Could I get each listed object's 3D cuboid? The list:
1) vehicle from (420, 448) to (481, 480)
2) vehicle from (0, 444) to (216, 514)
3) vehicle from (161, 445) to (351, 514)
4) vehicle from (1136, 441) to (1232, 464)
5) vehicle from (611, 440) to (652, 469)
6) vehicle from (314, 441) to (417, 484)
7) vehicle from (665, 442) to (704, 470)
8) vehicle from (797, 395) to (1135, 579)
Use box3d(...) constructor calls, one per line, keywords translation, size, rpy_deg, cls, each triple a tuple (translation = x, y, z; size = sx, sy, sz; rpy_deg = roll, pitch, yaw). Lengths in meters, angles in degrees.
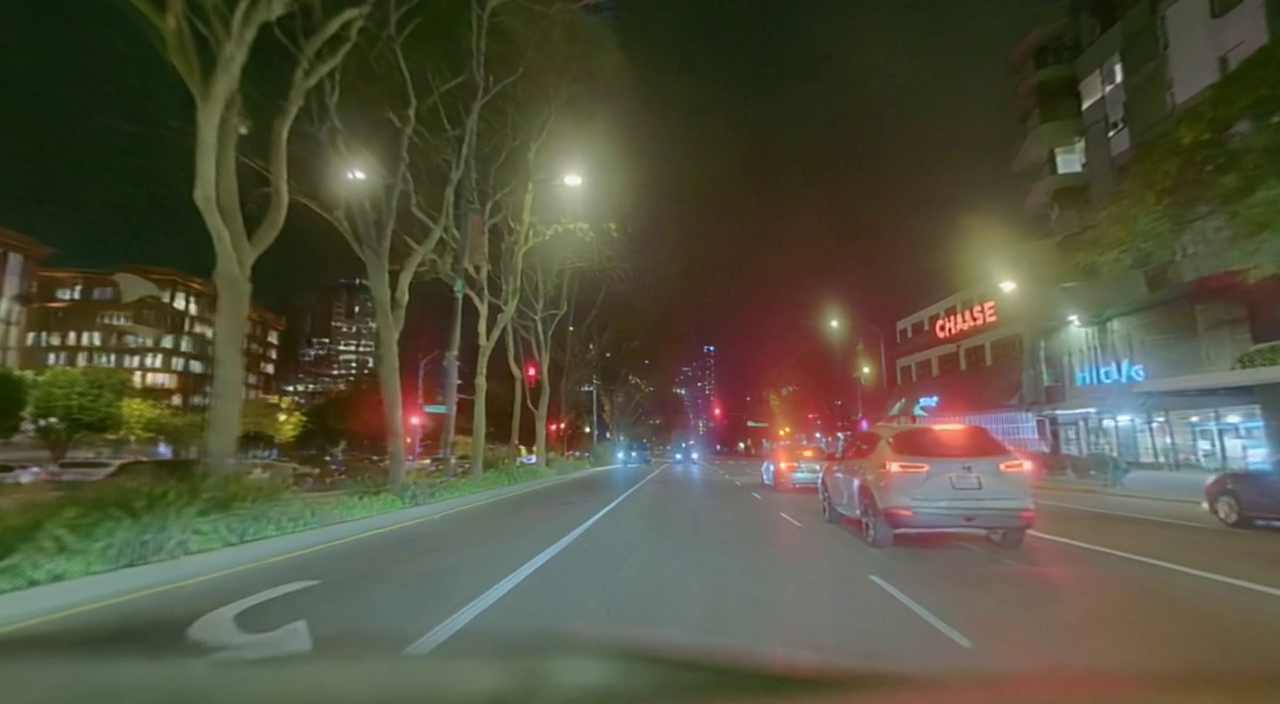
box3d(translation=(-9.616, 5.697, 32.380), size=(1.884, 1.456, 4.356), rpy_deg=(0, -8, -2), cls="vehicle")
box3d(translation=(-16.740, 3.915, 20.201), size=(2.200, 1.884, 5.653), rpy_deg=(0, -8, 2), cls="vehicle")
box3d(translation=(-10.093, 3.337, 17.097), size=(2.047, 1.572, 4.472), rpy_deg=(-1, -8, 5), cls="vehicle")
box3d(translation=(38.851, 7.189, 45.114), size=(4.775, 1.529, 1.992), rpy_deg=(-2, -8, 6), cls="vehicle")
box3d(translation=(-0.451, 6.234, 38.504), size=(2.057, 1.678, 4.639), rpy_deg=(-1, -8, 5), cls="vehicle")
box3d(translation=(-13.446, 5.440, 31.463), size=(2.337, 1.895, 5.872), rpy_deg=(-1, -8, 2), cls="vehicle")
box3d(translation=(2.529, 5.799, 35.259), size=(2.059, 1.477, 3.988), rpy_deg=(-1, -8, 5), cls="vehicle")
box3d(translation=(3.835, 1.700, 8.770), size=(2.282, 1.797, 4.924), rpy_deg=(-1, -8, 3), cls="vehicle")
